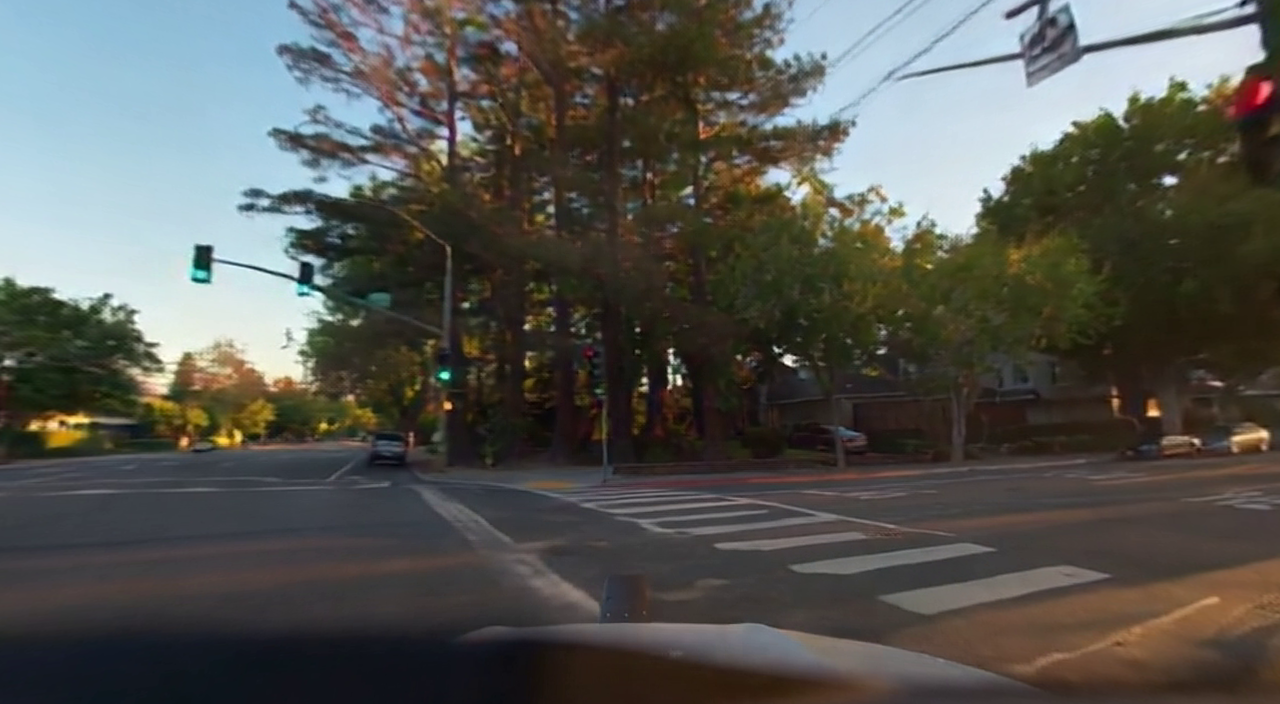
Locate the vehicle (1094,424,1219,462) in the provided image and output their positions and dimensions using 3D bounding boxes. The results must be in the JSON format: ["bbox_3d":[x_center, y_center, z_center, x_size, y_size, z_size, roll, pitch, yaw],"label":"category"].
[{"bbox_3d":[21.323,3.790,26.004,4.671,1.470,1.963,4,-11,-24],"label":"vehicle"}]

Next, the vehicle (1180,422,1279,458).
[{"bbox_3d":[26.993,4.024,28.498,4.518,1.477,1.948,4,-10,-23],"label":"vehicle"}]

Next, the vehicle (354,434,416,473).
[{"bbox_3d":[-10.779,4.239,26.519,2.149,1.507,4.160,4,-9,-24],"label":"vehicle"}]

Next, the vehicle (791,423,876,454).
[{"bbox_3d":[10.809,4.886,35.505,2.028,1.595,4.554,4,-9,-24],"label":"vehicle"}]
